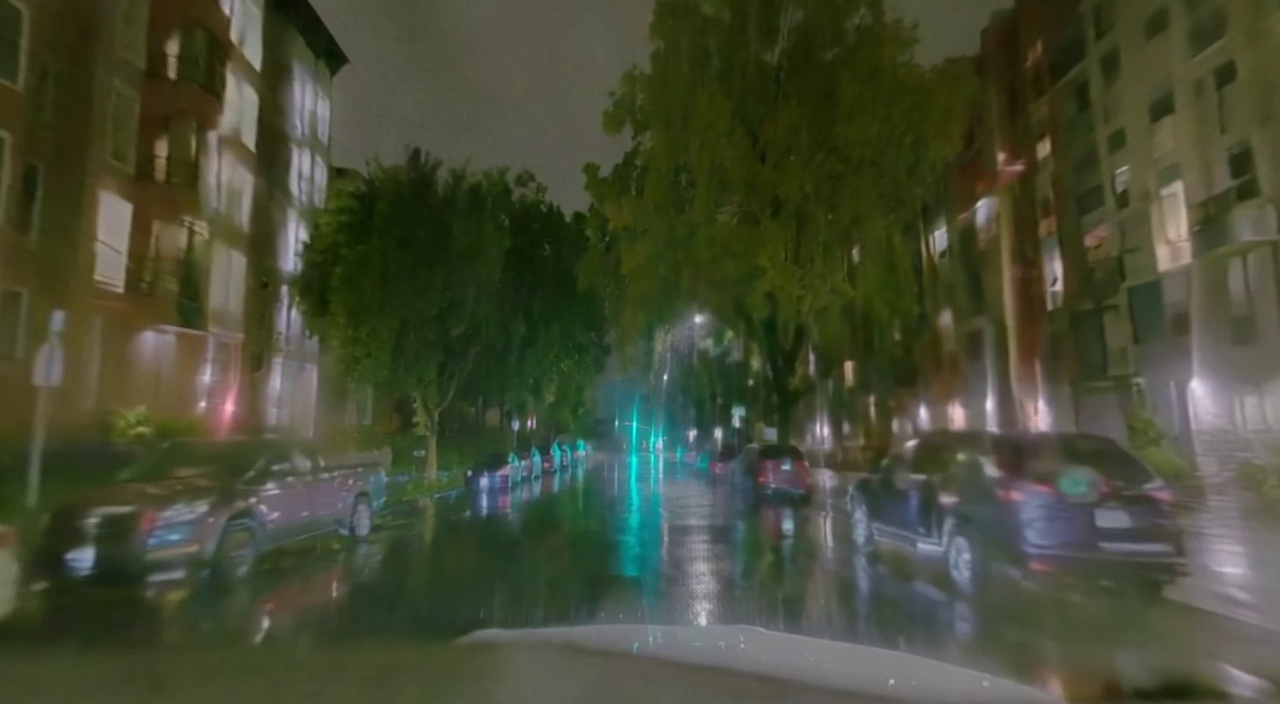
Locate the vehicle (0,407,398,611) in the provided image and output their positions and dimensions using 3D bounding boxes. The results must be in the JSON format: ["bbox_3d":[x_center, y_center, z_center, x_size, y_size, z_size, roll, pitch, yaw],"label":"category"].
[{"bbox_3d":[-5.320,1.846,8.492,2.213,1.825,4.986,-2,-8,0],"label":"vehicle"}]

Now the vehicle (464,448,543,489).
[{"bbox_3d":[-5.302,4.572,25.220,2.080,1.458,4.511,0,-8,1],"label":"vehicle"}]

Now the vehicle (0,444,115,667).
[{"bbox_3d":[-5.280,1.137,2.641,2.026,1.461,4.837,-1,-8,0],"label":"vehicle"}]

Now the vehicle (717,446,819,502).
[{"bbox_3d":[3.657,3.567,19.012,1.881,1.460,4.737,0,-8,-3],"label":"vehicle"}]

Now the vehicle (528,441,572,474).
[{"bbox_3d":[-5.416,6.387,38.602,2.069,1.881,4.697,0,-8,-1],"label":"vehicle"}]

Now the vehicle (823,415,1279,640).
[{"bbox_3d":[3.825,1.655,7.120,1.992,1.643,4.735,0,-8,-1],"label":"vehicle"}]
